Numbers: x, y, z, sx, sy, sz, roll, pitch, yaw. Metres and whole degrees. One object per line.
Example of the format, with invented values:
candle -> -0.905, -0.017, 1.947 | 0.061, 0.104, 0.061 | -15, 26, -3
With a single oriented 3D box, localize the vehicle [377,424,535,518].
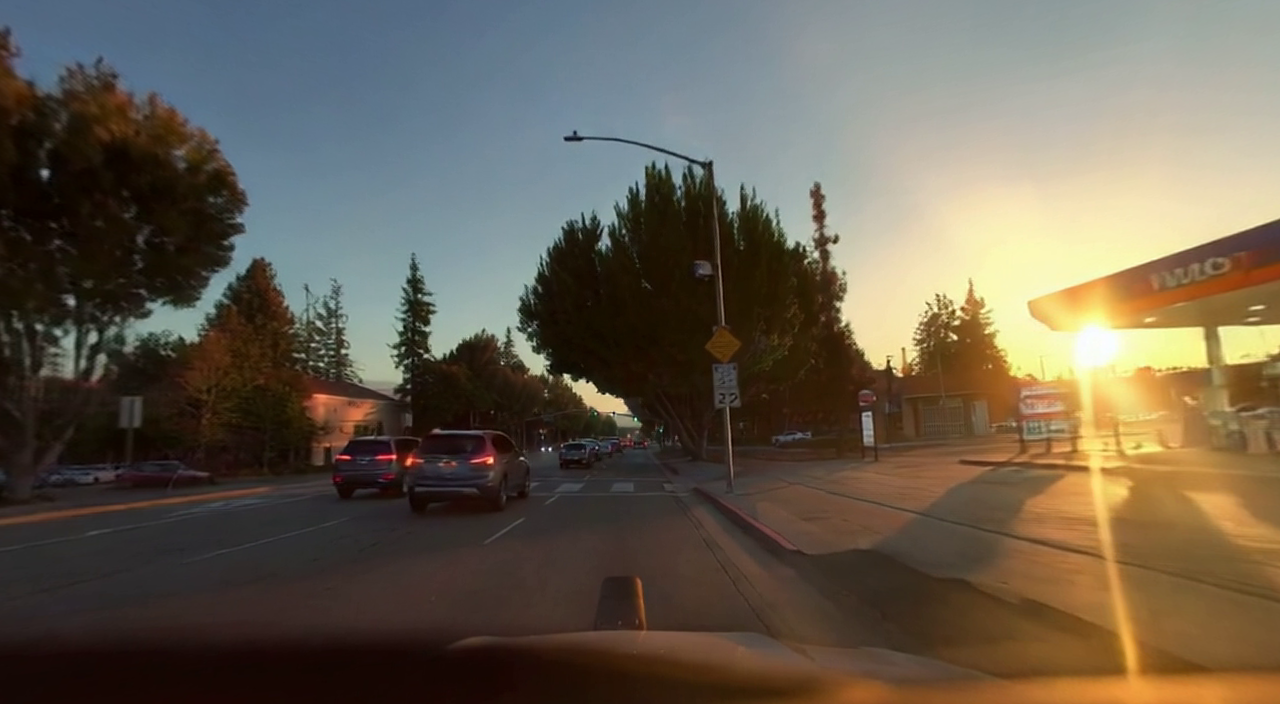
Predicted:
vehicle -> -4.011, 2.710, 14.715 | 2.306, 1.815, 4.476 | 0, -9, 0

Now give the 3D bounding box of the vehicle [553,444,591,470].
vehicle -> -4.436, 6.932, 41.673 | 2.060, 1.580, 3.980 | 0, -9, 1

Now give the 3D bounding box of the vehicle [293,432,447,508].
vehicle -> -7.127, 3.170, 17.302 | 2.102, 1.774, 4.662 | 0, -9, 0
